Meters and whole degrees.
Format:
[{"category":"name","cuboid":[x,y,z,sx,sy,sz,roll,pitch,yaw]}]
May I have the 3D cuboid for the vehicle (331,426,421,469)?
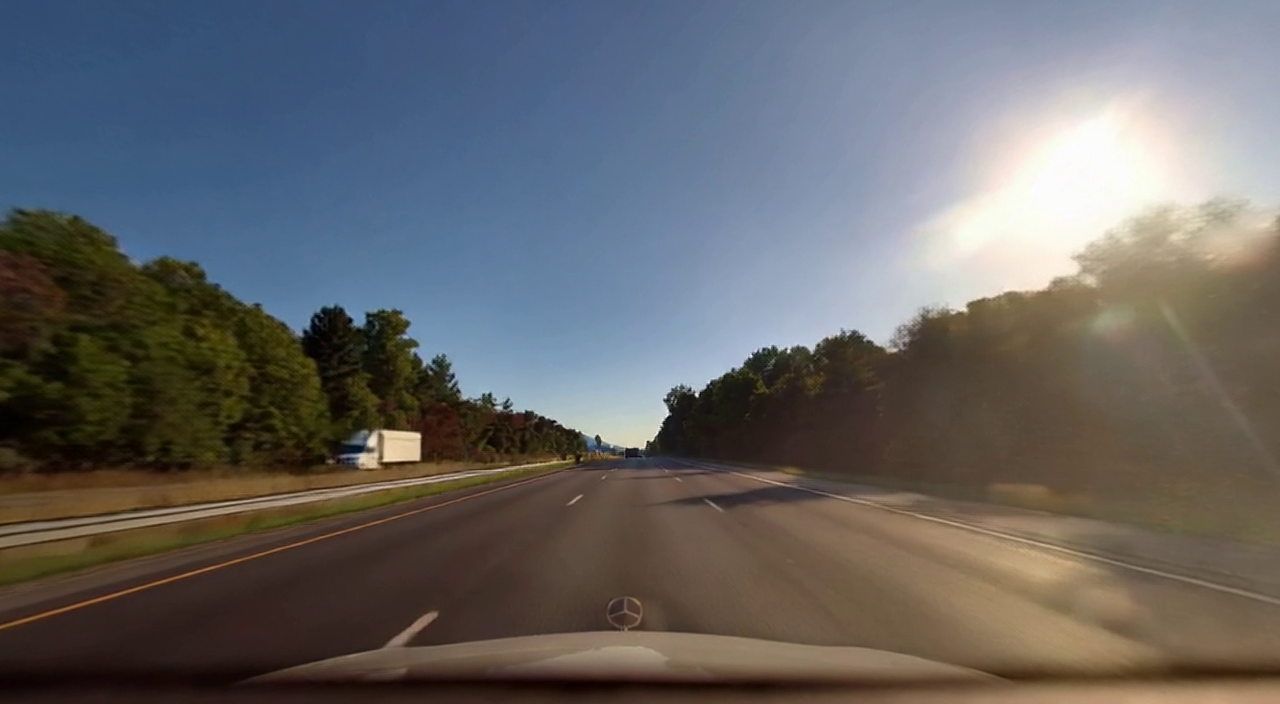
[{"category":"vehicle","cuboid":[-19.632,7.209,47.459,3.661,2.973,6.879,0,-9,0]}]
